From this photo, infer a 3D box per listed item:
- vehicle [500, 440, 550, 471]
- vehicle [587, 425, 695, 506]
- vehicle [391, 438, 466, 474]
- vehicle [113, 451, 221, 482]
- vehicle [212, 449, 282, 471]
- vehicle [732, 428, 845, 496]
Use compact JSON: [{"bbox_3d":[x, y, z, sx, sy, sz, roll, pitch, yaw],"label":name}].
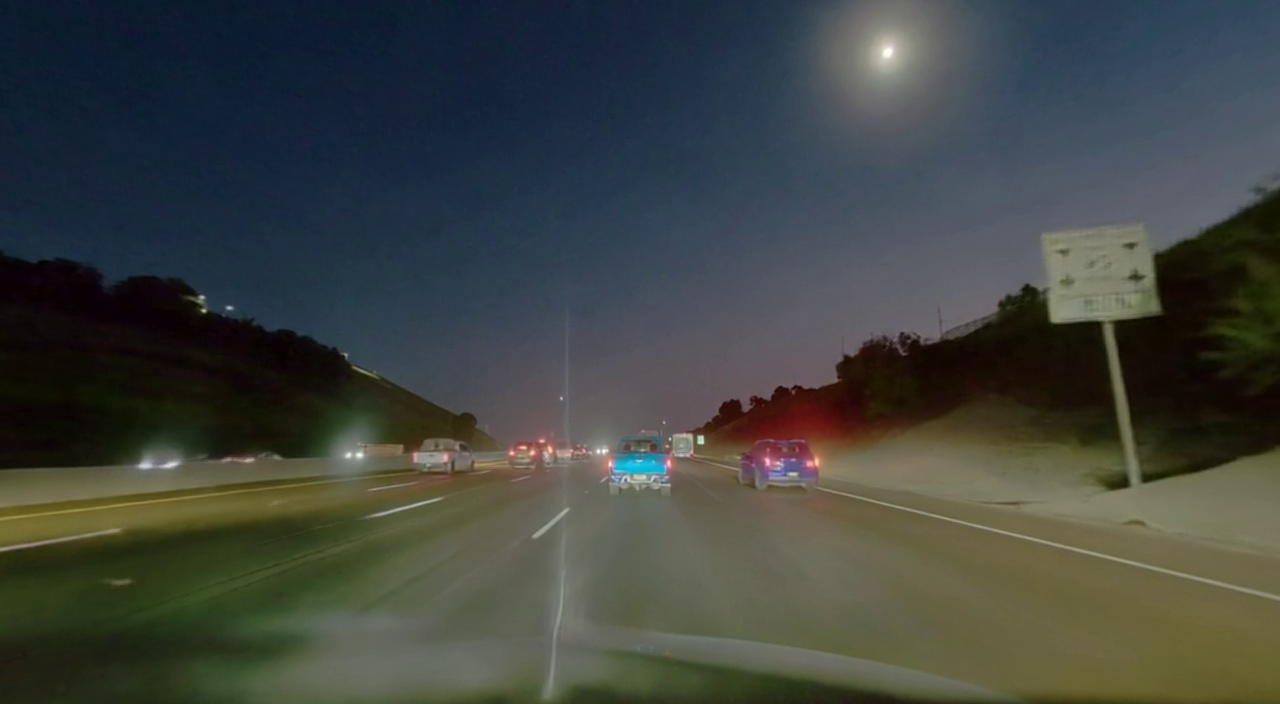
[{"bbox_3d":[-6.768,6.159,37.592,2.024,1.706,4.462,0,-9,1],"label":"vehicle"},{"bbox_3d":[0.049,2.911,16.532,2.447,1.804,4.273,0,-9,1],"label":"vehicle"},{"bbox_3d":[-11.199,5.550,33.891,2.223,1.781,5.098,0,-9,1],"label":"vehicle"},{"bbox_3d":[-24.444,5.909,32.819,2.145,1.448,4.370,0,-9,1],"label":"vehicle"},{"bbox_3d":[-28.449,7.803,45.854,1.952,1.536,4.862,0,-9,1],"label":"vehicle"},{"bbox_3d":[4.494,3.469,20.286,2.204,1.852,5.845,0,-9,0],"label":"vehicle"}]
